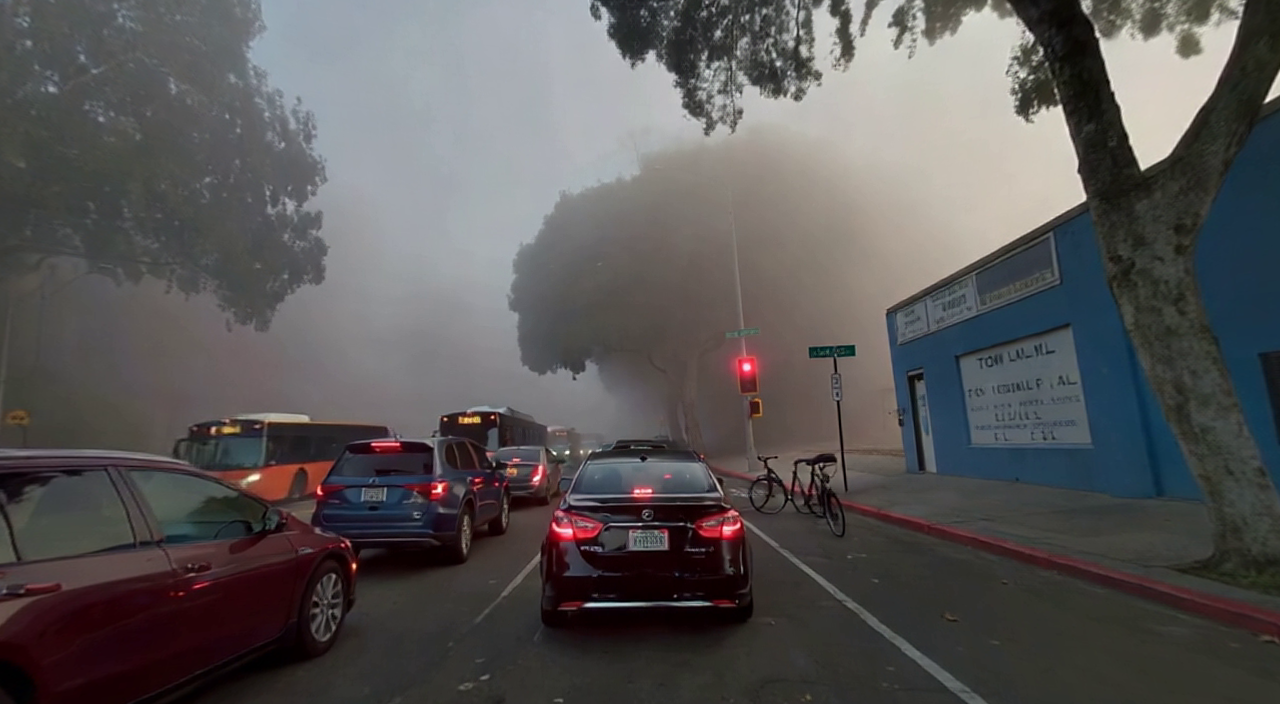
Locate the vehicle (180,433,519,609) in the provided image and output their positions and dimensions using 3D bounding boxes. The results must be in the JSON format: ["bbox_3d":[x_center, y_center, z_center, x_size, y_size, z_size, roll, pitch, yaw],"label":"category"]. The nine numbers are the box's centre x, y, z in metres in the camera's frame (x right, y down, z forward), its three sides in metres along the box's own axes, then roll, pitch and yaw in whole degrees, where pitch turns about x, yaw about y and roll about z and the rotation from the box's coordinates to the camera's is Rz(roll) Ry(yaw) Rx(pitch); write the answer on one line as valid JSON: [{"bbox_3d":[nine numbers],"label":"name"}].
[{"bbox_3d":[-2.912,1.767,7.638,1.944,1.481,4.385,0,-8,1],"label":"vehicle"}]

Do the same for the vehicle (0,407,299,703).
[{"bbox_3d":[-3.165,0.874,1.719,1.867,1.486,4.452,0,-8,2],"label":"vehicle"}]

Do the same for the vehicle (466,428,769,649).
[{"bbox_3d":[-0.137,1.534,6.186,2.031,1.461,3.763,0,-8,0],"label":"vehicle"}]
